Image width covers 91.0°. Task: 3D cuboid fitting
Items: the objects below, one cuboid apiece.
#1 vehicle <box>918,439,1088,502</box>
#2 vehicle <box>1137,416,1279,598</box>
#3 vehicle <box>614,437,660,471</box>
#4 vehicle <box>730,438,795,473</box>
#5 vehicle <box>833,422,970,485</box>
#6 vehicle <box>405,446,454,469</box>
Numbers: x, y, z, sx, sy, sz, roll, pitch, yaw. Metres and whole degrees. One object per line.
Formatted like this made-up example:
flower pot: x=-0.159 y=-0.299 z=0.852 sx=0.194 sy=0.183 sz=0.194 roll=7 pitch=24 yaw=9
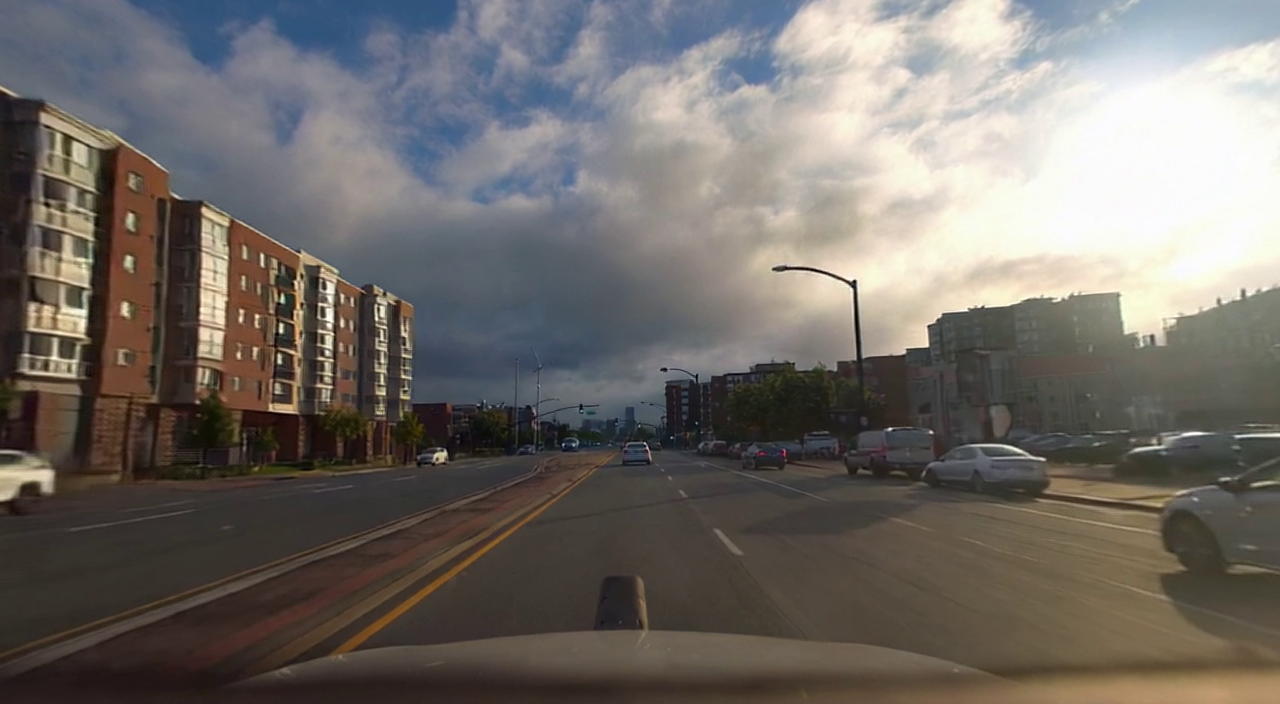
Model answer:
vehicle: x=9.982 y=3.258 z=17.803 sx=2.089 sy=1.508 sz=4.323 roll=0 pitch=-8 yaw=-2
vehicle: x=6.586 y=1.197 z=4.480 sx=2.121 sy=1.557 sz=4.898 roll=0 pitch=-9 yaw=1
vehicle: x=-0.146 y=5.080 z=31.442 sx=2.106 sy=1.553 sz=3.964 roll=0 pitch=-9 yaw=0
vehicle: x=5.776 y=4.938 z=30.279 sx=2.154 sy=1.554 sz=4.149 roll=1 pitch=-9 yaw=-2
vehicle: x=10.121 y=4.021 z=25.259 sx=2.441 sy=2.150 sz=6.729 roll=1 pitch=-9 yaw=-2
vehicle: x=-15.492 y=7.773 z=46.555 sx=1.967 sy=1.574 sz=4.819 roll=0 pitch=-9 yaw=0
